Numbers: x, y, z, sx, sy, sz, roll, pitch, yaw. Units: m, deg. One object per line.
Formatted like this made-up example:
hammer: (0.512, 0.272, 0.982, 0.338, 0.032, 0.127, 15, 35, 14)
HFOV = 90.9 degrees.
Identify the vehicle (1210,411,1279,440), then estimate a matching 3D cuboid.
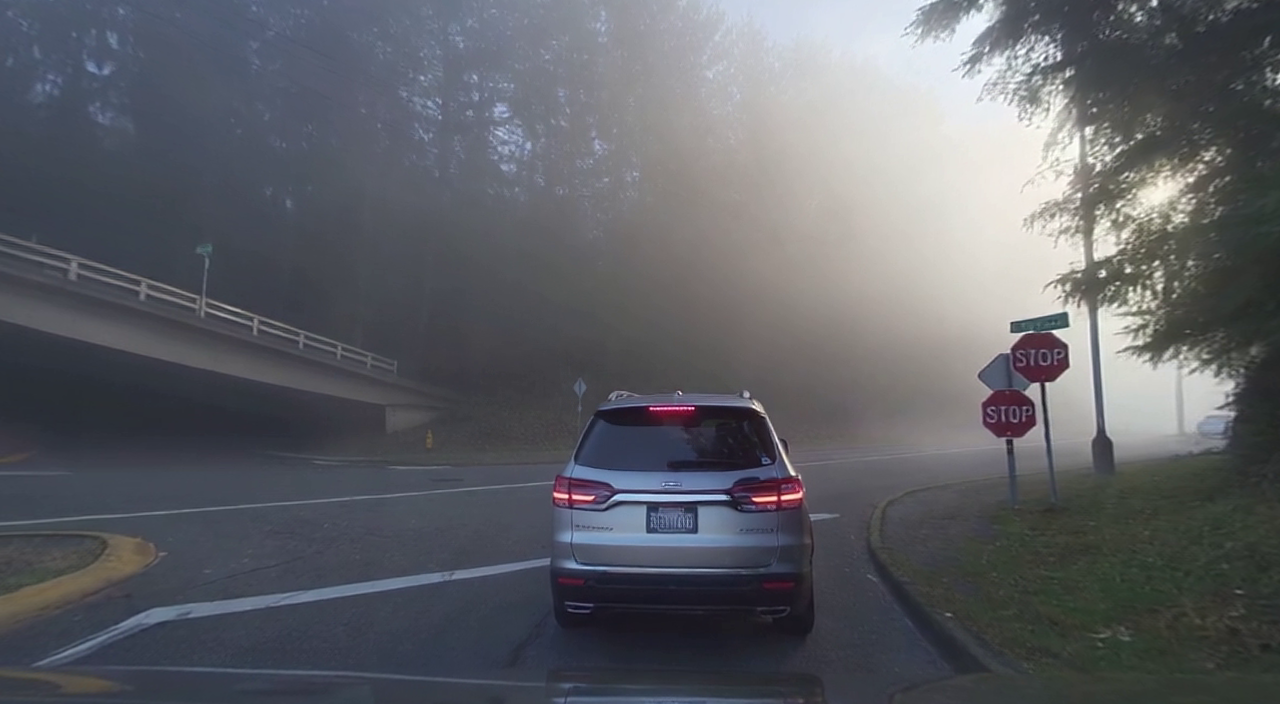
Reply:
vehicle: (39.336, 4.783, 40.735, 4.413, 1.717, 2.073, 4, -10, -26)

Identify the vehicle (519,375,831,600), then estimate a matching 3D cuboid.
vehicle: (0.316, 1.416, 7.333, 2.494, 1.804, 4.336, 0, -9, 1)
